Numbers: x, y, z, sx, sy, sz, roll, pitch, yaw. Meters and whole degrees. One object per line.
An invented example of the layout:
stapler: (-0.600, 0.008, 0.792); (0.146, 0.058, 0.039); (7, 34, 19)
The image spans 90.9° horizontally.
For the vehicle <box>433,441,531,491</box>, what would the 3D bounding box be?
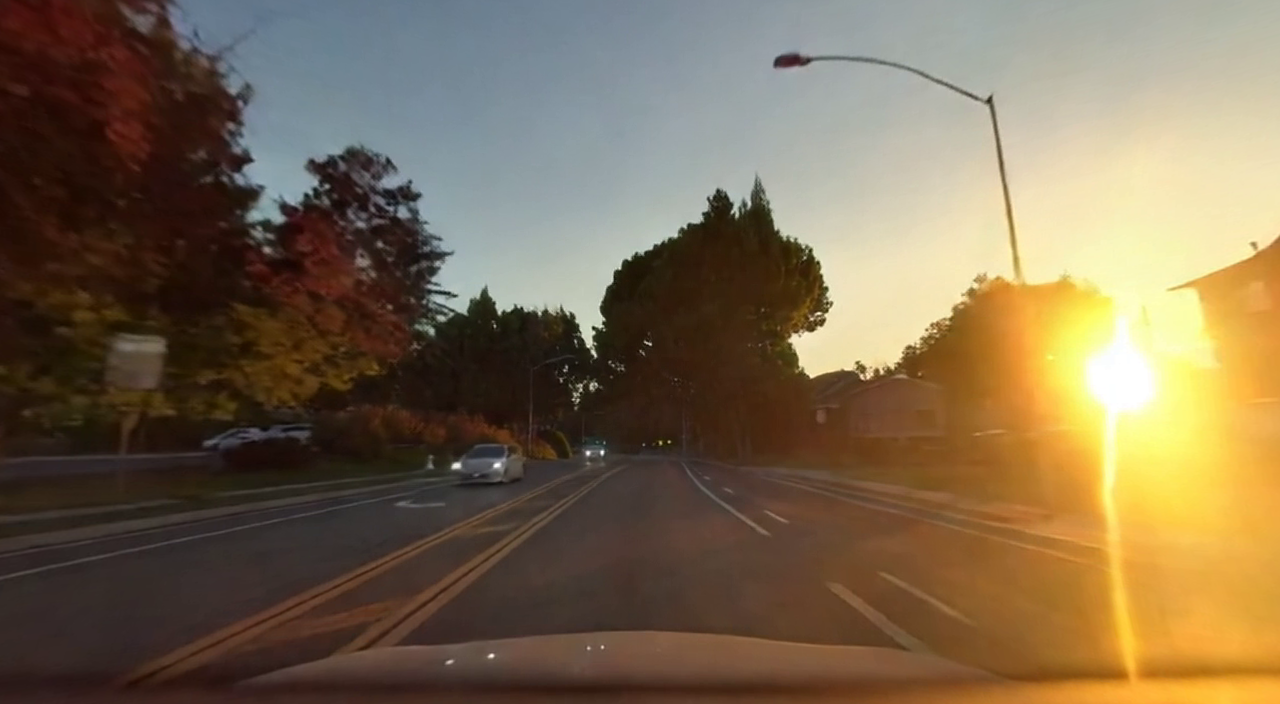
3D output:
vehicle: (-5.269, 3.830, 21.722); (2.133, 1.508, 4.535); (0, -8, 1)
